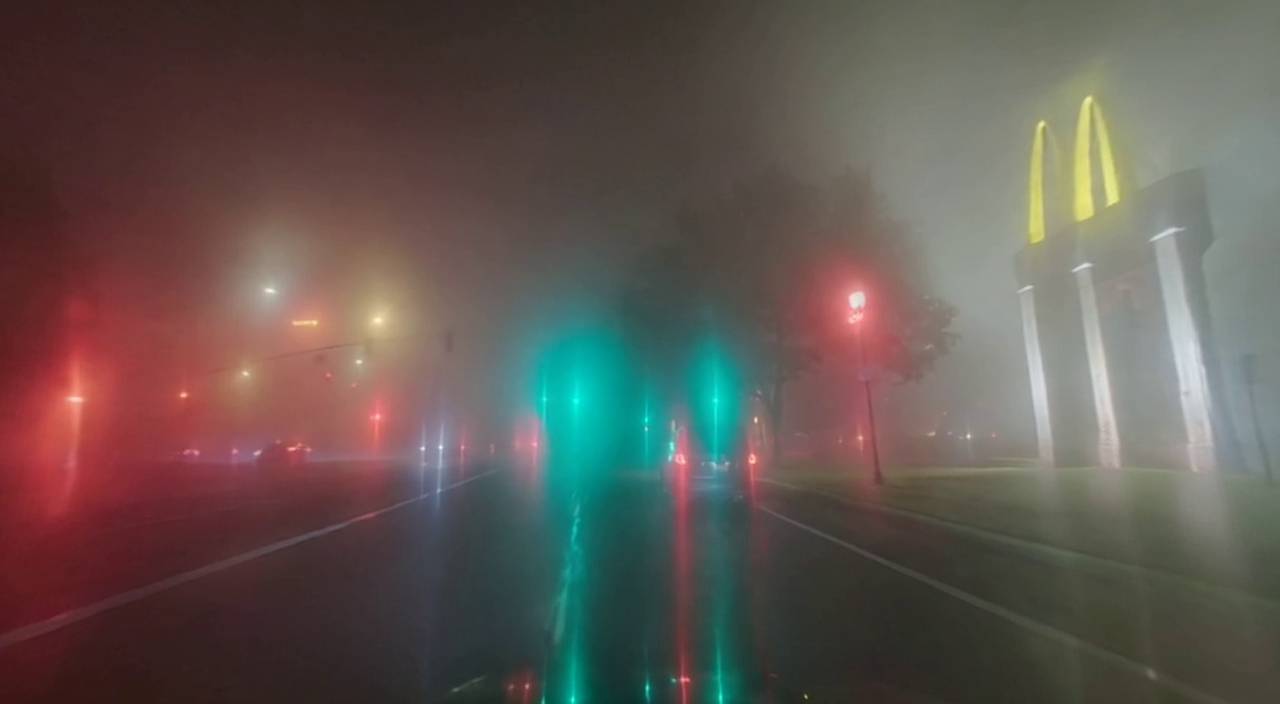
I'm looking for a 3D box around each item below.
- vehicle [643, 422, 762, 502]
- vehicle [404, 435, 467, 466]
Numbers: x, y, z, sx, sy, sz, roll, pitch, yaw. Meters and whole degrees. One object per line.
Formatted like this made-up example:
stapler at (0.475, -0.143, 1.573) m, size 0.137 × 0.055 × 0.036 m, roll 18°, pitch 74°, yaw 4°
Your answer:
vehicle at (1.343, 2.656, 15.595) m, size 2.230 × 1.683 × 4.204 m, roll 0°, pitch -8°, yaw -4°
vehicle at (-10.353, 5.019, 32.261) m, size 1.924 × 1.458 × 4.448 m, roll 0°, pitch -8°, yaw -3°
